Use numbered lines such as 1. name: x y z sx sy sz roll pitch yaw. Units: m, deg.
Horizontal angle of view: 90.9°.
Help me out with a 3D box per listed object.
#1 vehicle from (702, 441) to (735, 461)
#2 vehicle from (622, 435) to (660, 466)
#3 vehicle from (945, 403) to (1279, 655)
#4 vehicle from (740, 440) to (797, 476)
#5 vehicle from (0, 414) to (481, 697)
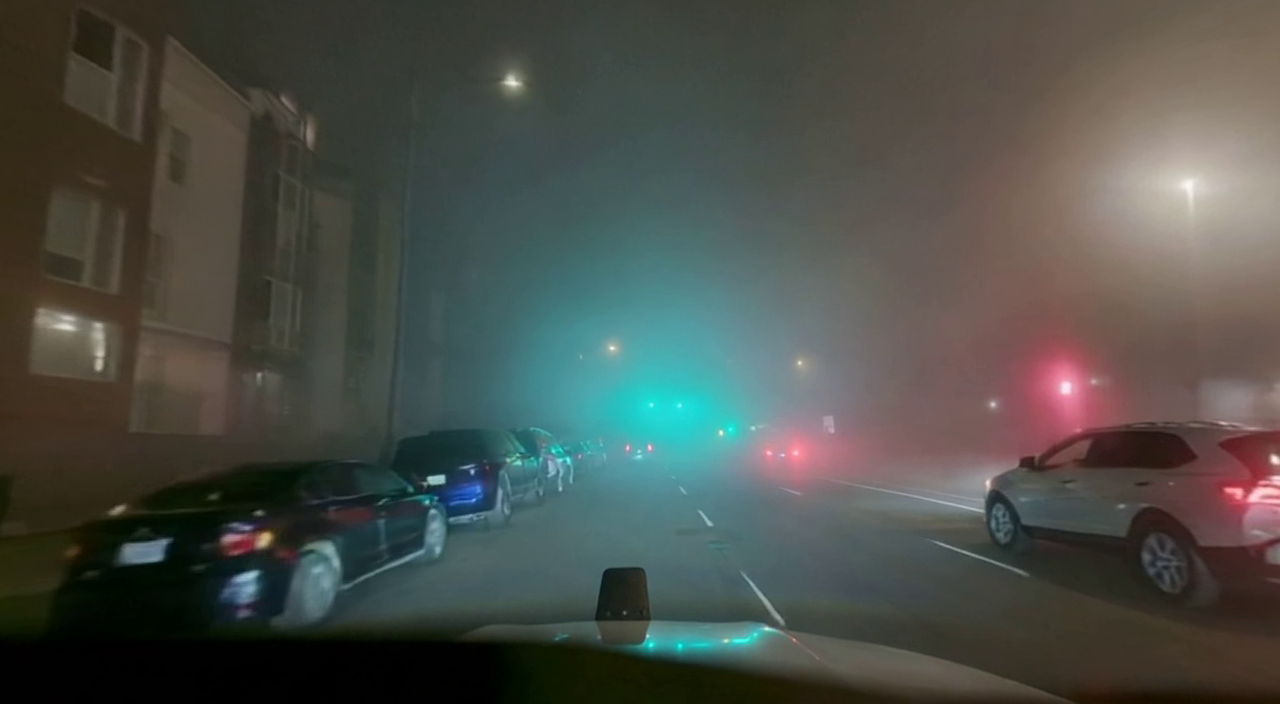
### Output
1. vehicle: 5.923 7.512 48.005 1.917 1.467 4.452 0 -8 -1
2. vehicle: 0.042 5.869 37.646 2.122 1.689 3.885 0 -8 0
3. vehicle: 4.998 1.439 6.175 1.891 1.599 4.173 0 -8 0
4. vehicle: 5.618 4.652 27.920 1.799 1.463 3.464 0 -8 0
5. vehicle: -2.982 1.407 5.595 1.843 1.482 4.310 -1 -8 2
